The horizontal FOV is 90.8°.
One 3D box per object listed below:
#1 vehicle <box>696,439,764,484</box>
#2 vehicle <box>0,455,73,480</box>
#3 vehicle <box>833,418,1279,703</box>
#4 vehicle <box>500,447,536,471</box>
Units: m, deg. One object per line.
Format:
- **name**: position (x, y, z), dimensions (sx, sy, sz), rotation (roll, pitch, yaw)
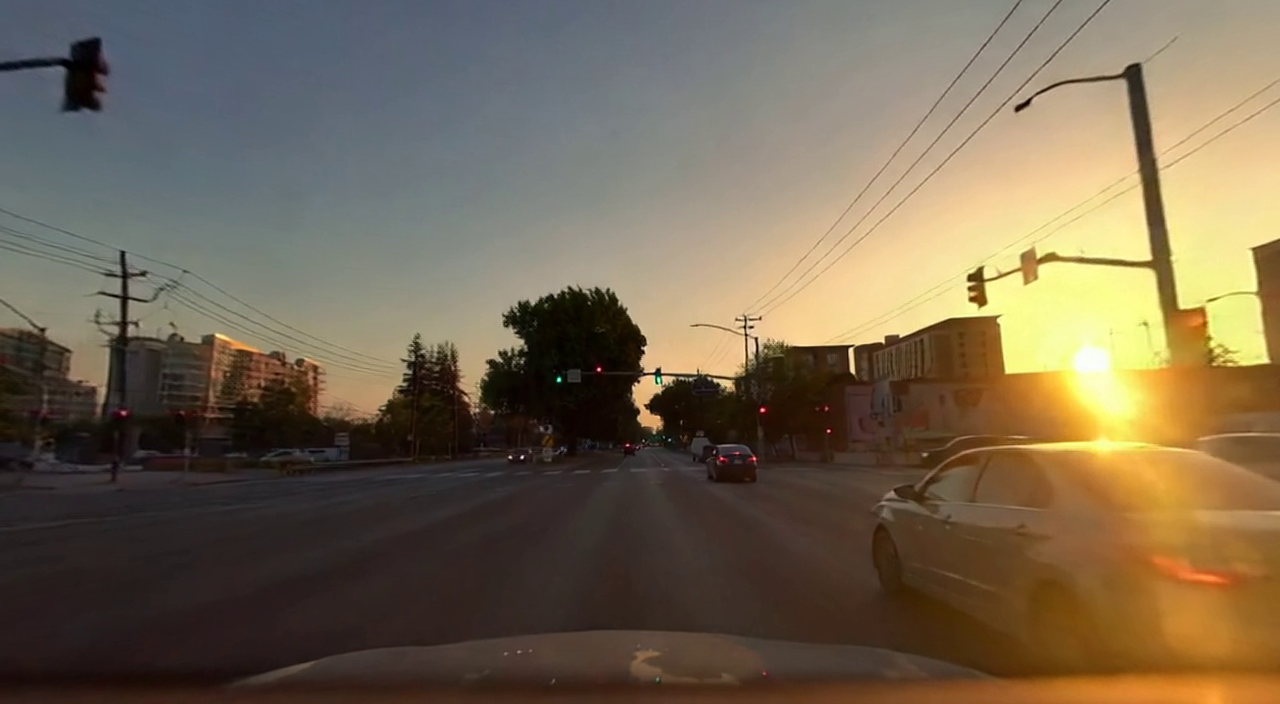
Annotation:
- **vehicle**: position (3.630, 4.520, 26.306), dimensions (2.128, 1.699, 4.222), rotation (0, -9, -1)
- **vehicle**: position (-40.379, 7.593, 41.849), dimensions (1.786, 1.479, 4.347), rotation (1, -9, -5)
- **vehicle**: position (3.227, 1.350, 4.930), dimensions (2.004, 1.455, 4.417), rotation (0, -9, 0)
- **vehicle**: position (-8.979, 7.889, 46.790), dimensions (1.816, 1.478, 4.404), rotation (-2, -7, -1)
